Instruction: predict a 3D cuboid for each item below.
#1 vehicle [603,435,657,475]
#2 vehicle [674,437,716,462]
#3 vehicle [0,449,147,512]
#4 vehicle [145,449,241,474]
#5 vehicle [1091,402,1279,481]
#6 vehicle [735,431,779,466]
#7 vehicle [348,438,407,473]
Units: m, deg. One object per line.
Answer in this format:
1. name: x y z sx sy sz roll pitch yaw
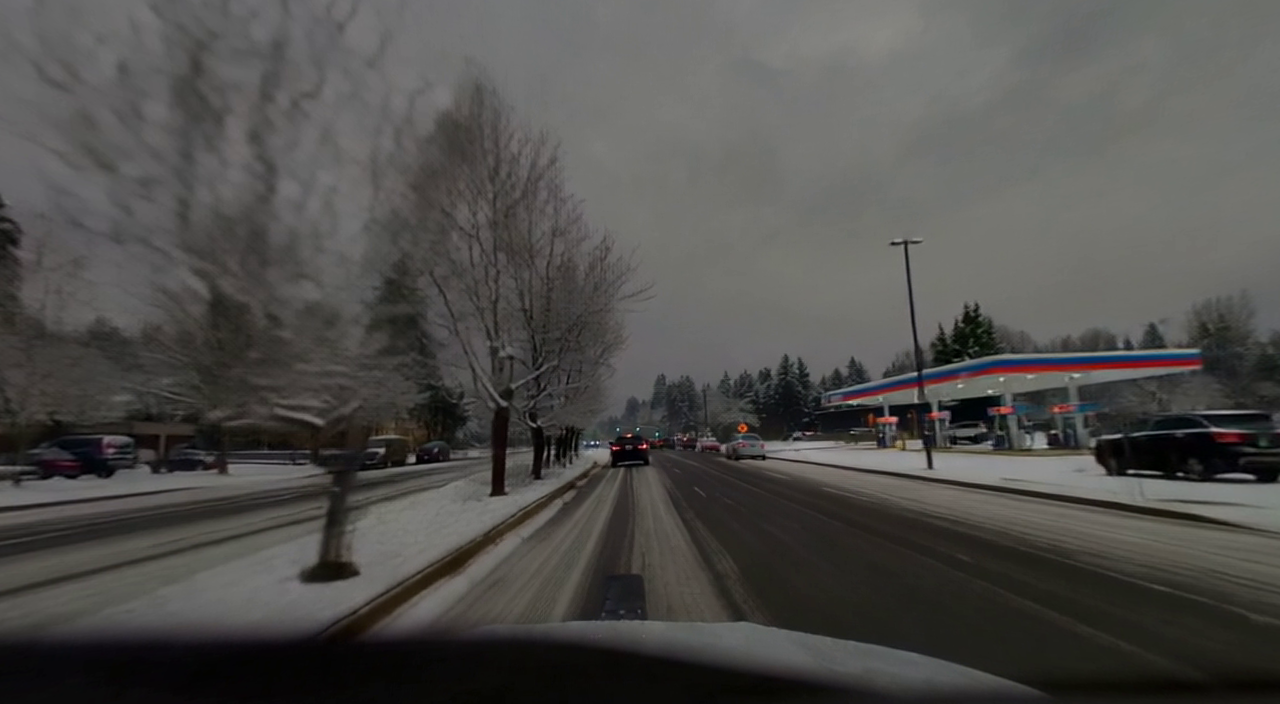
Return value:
1. vehicle: -0.365 4.195 25.905 2.052 1.488 3.779 0 -8 0
2. vehicle: 3.368 6.072 39.488 2.124 1.476 4.730 0 -8 -1
3. vehicle: -18.748 4.024 20.343 2.004 1.758 4.594 0 -8 0
4. vehicle: -27.478 6.721 38.920 4.413 1.451 1.882 0 -9 0
5. vehicle: 15.382 2.468 17.365 2.368 1.868 4.724 0 -8 -1
6. vehicle: 6.252 5.218 34.291 2.117 1.757 4.969 -1 -9 8
7. vehicle: -18.925 7.399 45.816 2.222 2.141 5.390 -1 -6 -2
